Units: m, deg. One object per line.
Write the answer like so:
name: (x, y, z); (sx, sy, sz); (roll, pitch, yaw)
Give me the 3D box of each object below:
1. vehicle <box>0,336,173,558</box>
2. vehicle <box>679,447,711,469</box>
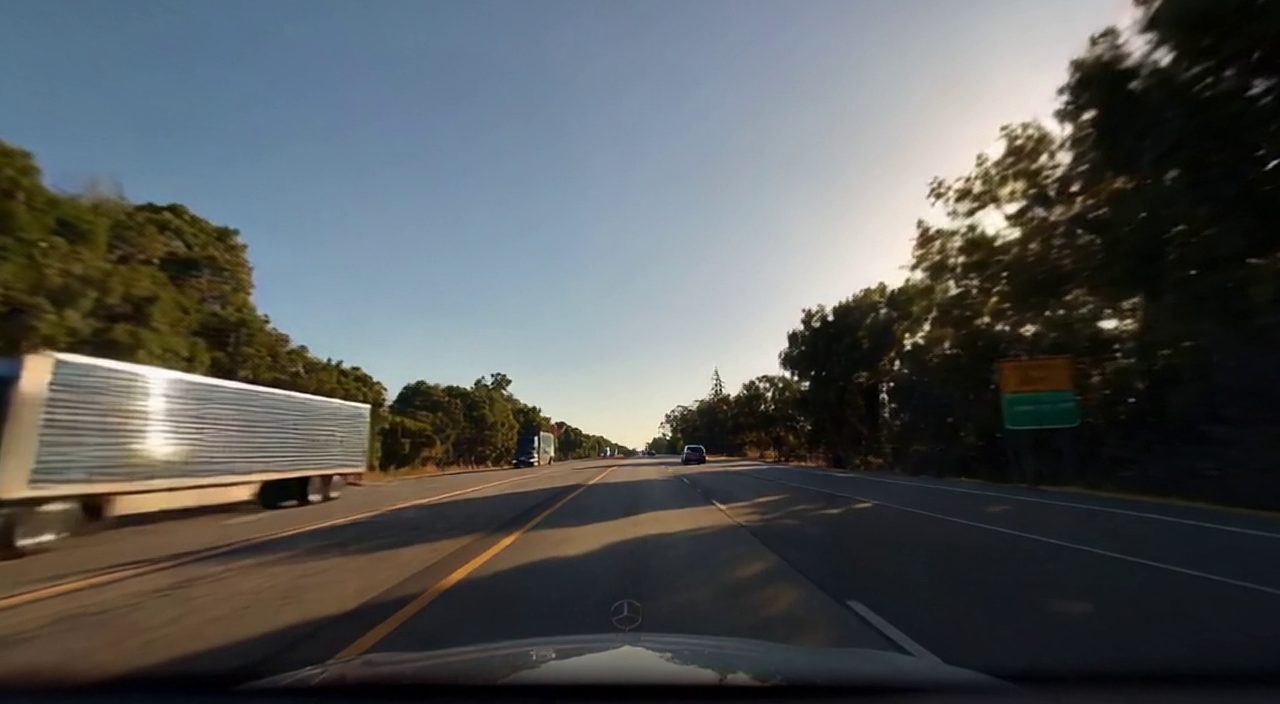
vehicle: (-13.227, 1.921, 12.681); (2.930, 4.035, 5.919); (0, -9, -1)
vehicle: (4.172, 8.135, 48.655); (2.013, 1.584, 3.995); (0, -9, -1)
